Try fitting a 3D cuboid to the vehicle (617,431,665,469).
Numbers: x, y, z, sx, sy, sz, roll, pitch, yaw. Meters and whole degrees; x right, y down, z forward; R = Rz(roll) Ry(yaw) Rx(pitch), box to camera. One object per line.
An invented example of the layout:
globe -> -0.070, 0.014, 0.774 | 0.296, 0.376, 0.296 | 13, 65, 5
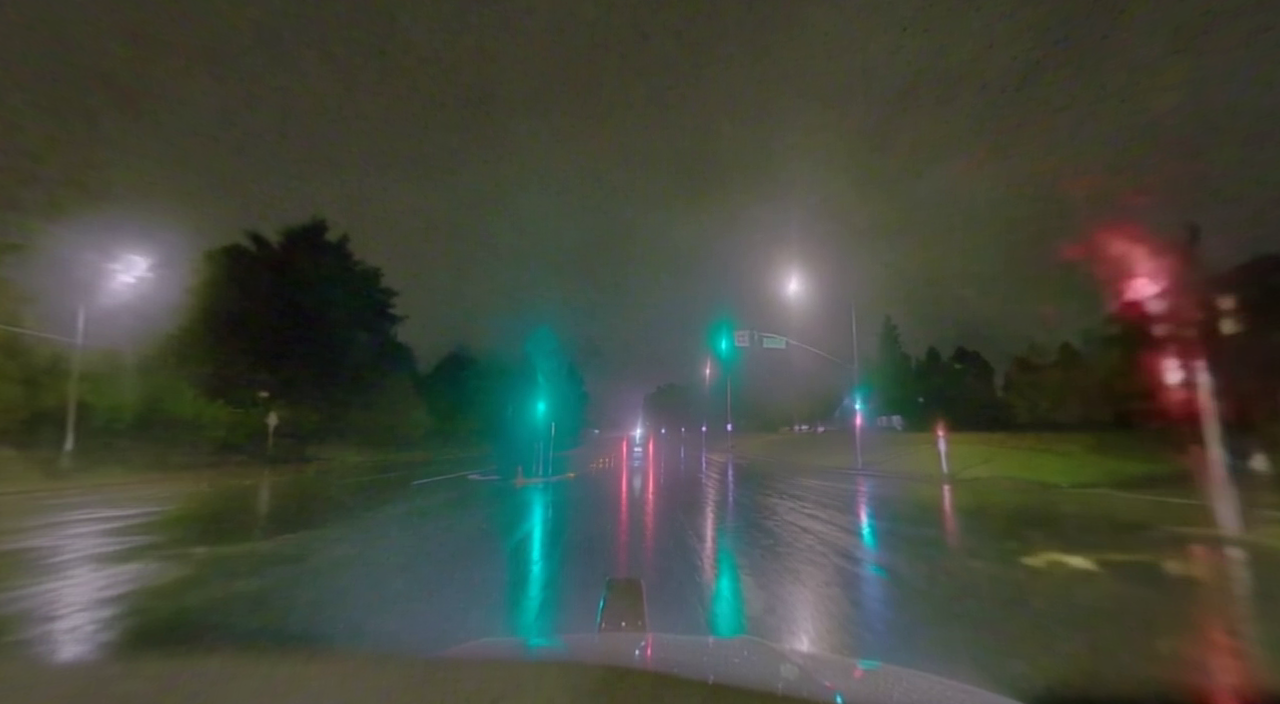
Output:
vehicle -> 0.050, 4.902, 31.554 | 2.256, 1.734, 4.176 | 0, -8, 0
